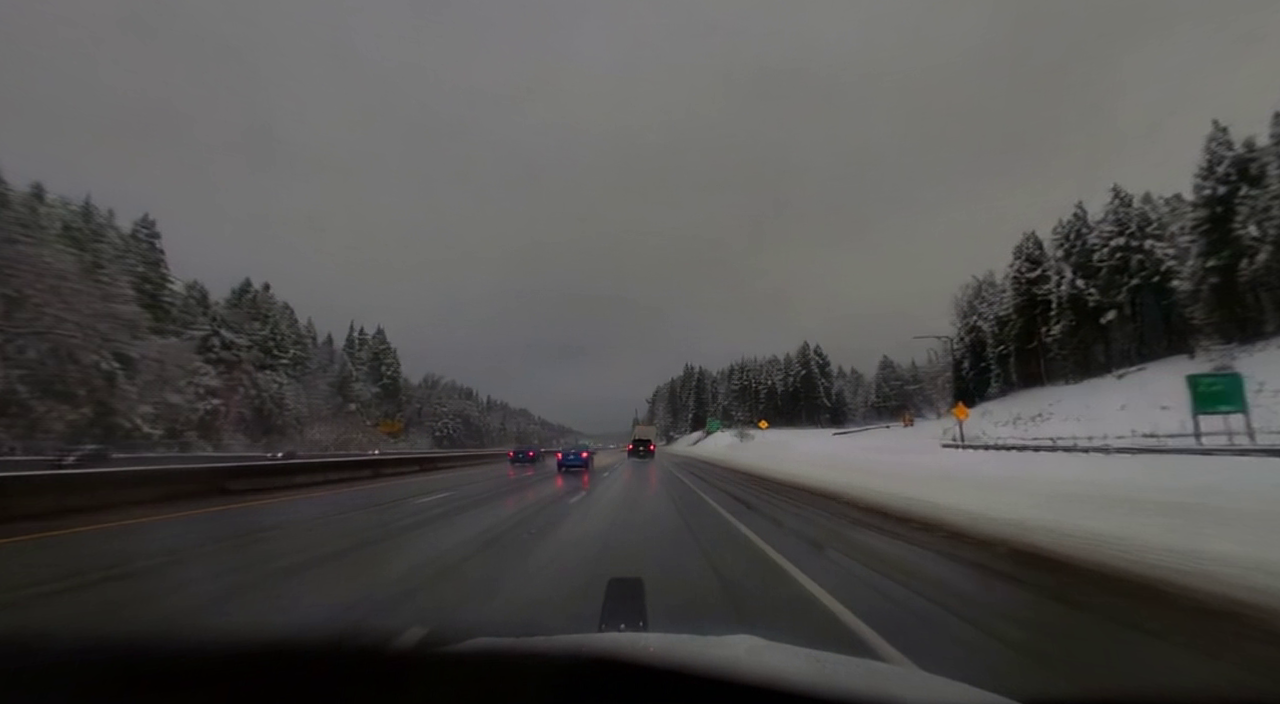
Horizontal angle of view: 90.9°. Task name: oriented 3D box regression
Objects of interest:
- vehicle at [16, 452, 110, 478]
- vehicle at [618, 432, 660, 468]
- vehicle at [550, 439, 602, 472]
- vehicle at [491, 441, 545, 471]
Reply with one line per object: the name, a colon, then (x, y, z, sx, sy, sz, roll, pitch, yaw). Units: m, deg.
vehicle: (-37.546, 7.318, 41.201, 1.956, 1.551, 4.516, 0, -8, -1)
vehicle: (-0.042, 5.721, 36.819, 2.309, 1.915, 5.130, 0, -8, 0)
vehicle: (-3.292, 5.457, 33.447, 2.139, 1.589, 5.102, 0, -8, 1)
vehicle: (-6.779, 5.836, 35.609, 2.009, 1.519, 4.697, 0, -8, 1)
